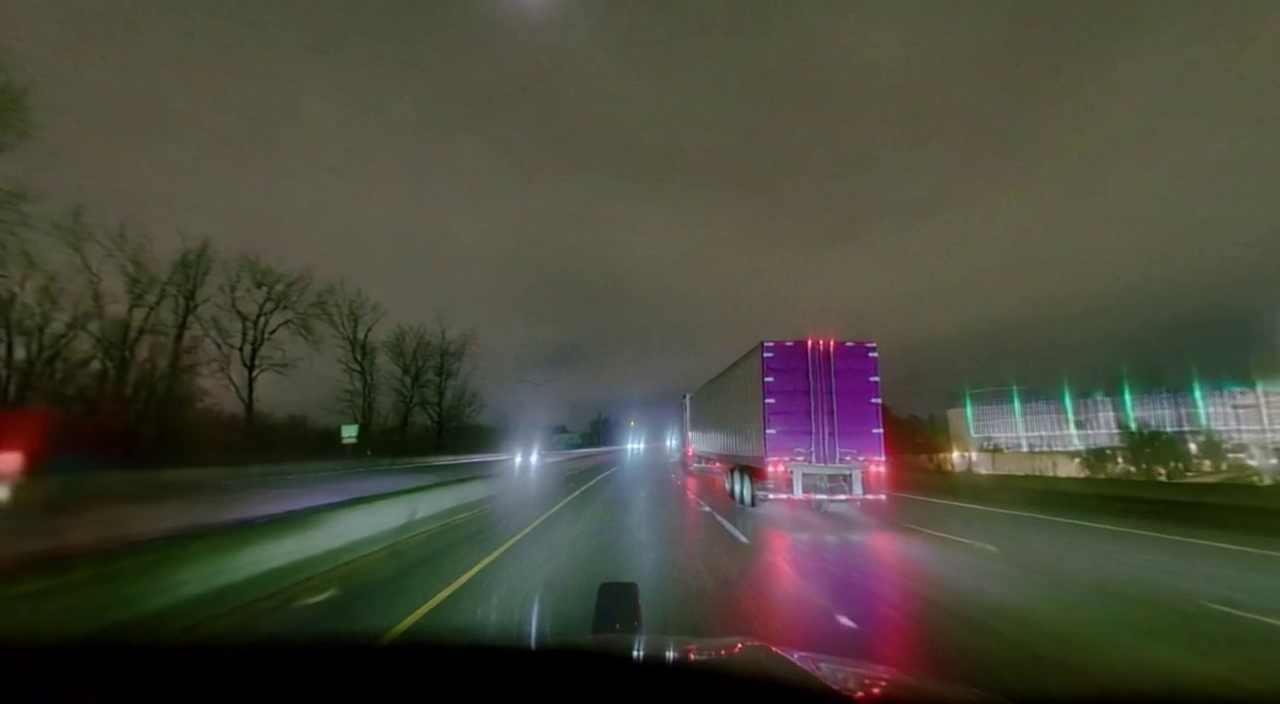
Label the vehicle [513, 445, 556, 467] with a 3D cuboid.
[{"bbox_3d":[-7.749,7.699,46.495,1.962,1.539,4.572,-1,-9,5],"label":"vehicle"}]

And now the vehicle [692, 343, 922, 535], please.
[{"bbox_3d":[3.700,2.687,18.952,2.916,3.563,14.462,0,-9,0],"label":"vehicle"}]
